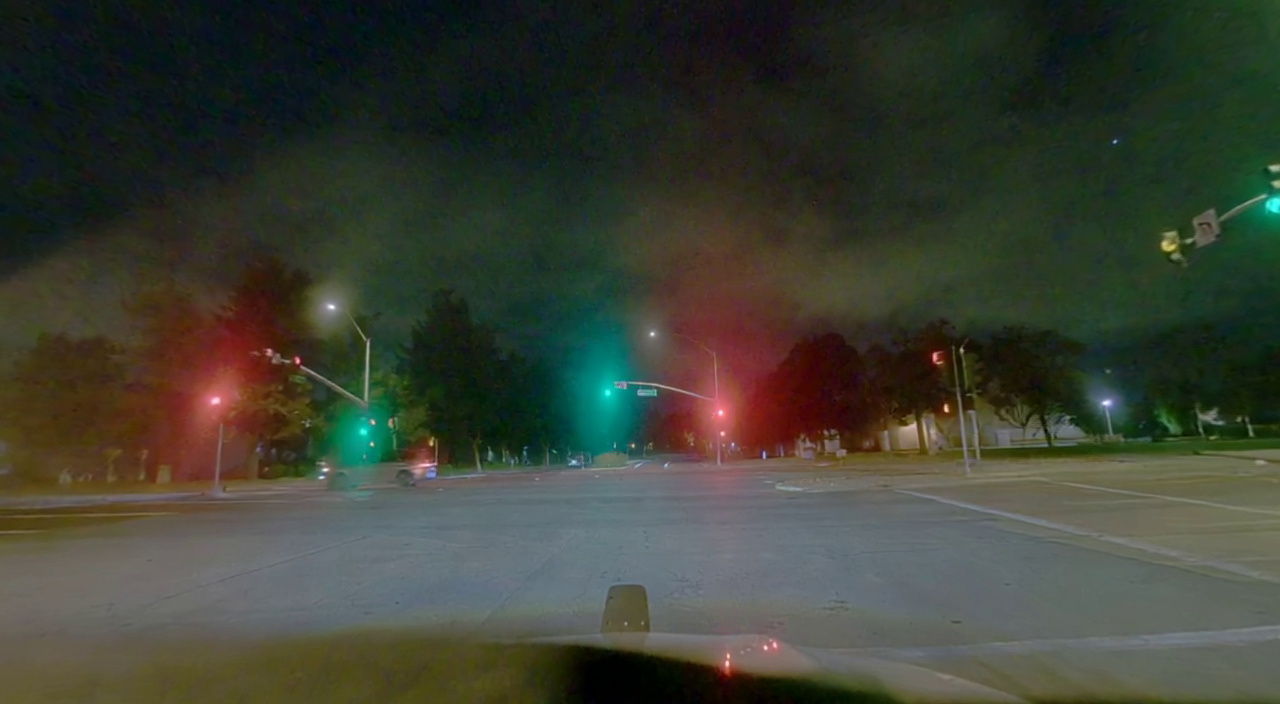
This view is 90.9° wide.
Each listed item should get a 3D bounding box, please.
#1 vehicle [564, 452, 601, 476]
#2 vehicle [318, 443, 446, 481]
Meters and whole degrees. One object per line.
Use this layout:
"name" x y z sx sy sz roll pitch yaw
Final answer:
"vehicle" -4.475 8.834 49.824 2.030 1.704 4.205 -1 -8 7
"vehicle" -13.586 5.809 33.423 5.762 1.886 2.241 0 -8 2
